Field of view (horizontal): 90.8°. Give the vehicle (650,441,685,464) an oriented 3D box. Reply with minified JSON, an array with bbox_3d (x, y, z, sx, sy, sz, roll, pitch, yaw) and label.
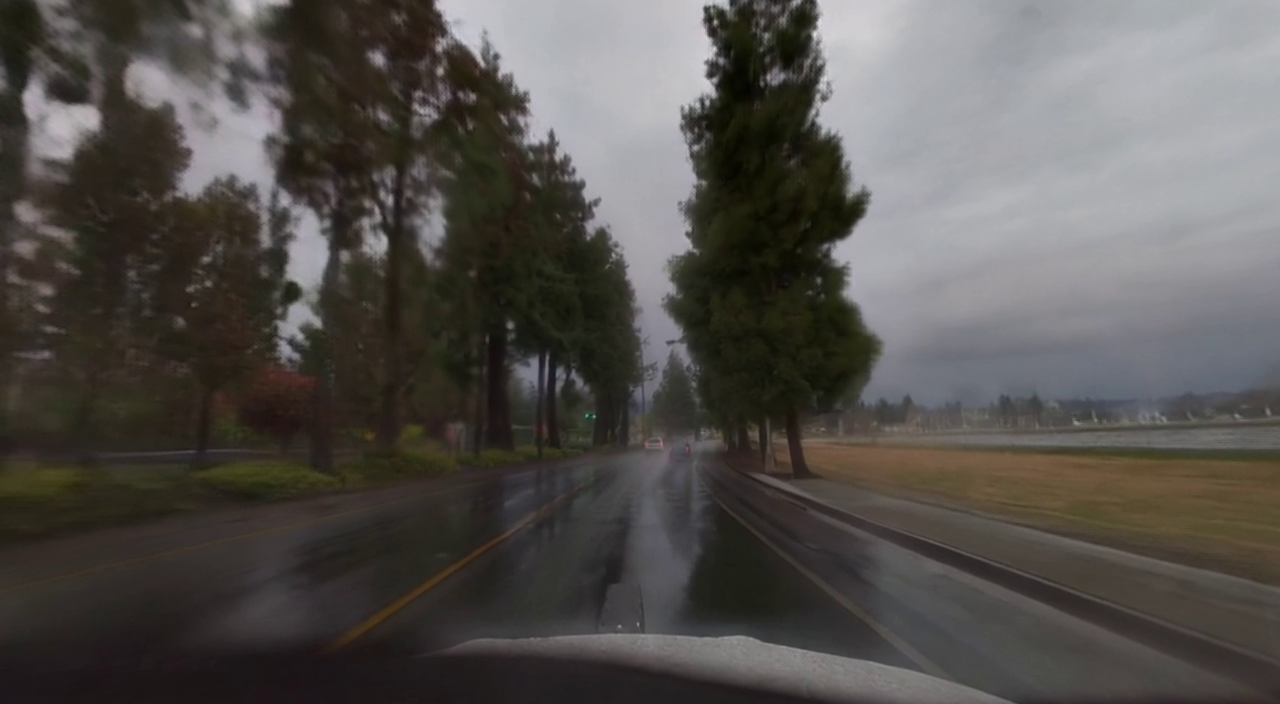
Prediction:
[{"bbox_3d":[1.904,6.774,42.818,2.071,1.474,4.047,-1,-8,6],"label":"vehicle"}]
